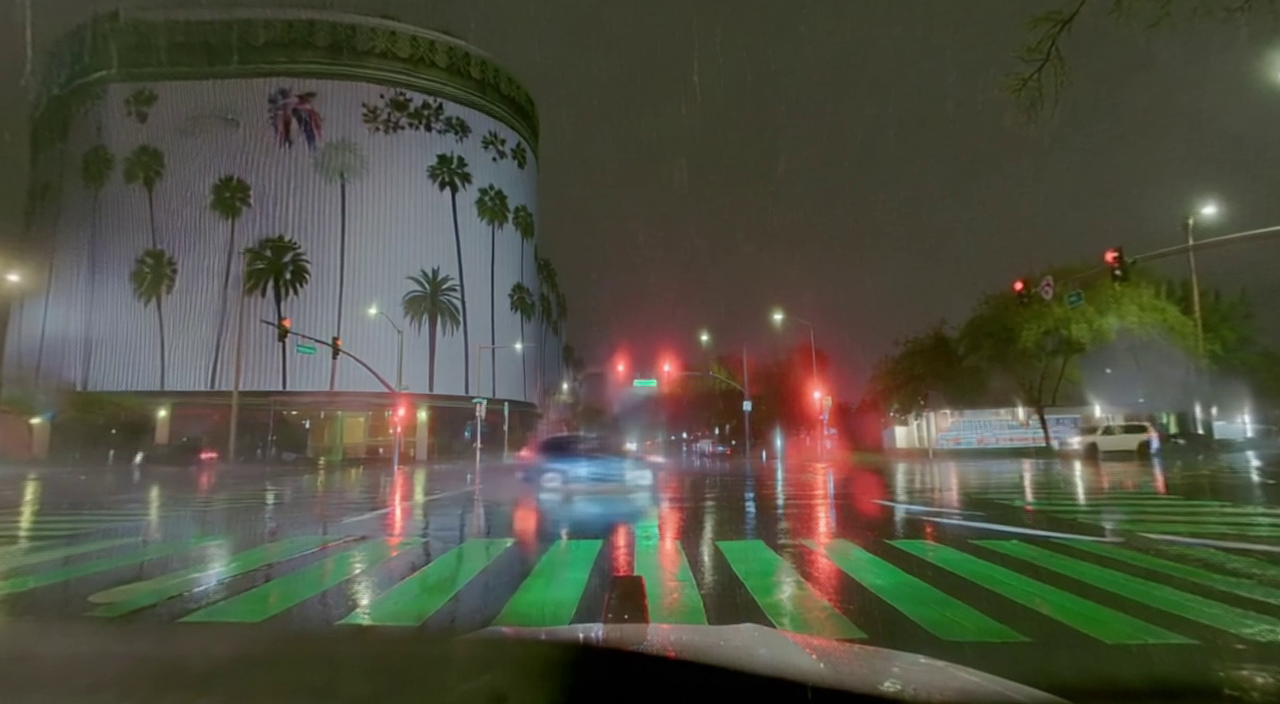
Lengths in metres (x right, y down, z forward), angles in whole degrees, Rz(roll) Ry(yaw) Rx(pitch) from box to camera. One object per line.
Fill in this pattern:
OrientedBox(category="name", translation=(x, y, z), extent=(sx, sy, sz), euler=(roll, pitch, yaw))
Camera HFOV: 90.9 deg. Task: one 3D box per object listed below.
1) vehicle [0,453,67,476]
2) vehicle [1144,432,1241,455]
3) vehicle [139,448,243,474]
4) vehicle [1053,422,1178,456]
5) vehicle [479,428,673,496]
OrientedBox(category="vehicle", translation=(-41.660, 7.607, 42.769), extent=(3.698, 1.508, 1.779), euler=(0, -8, 1))
OrientedBox(category="vehicle", translation=(36.161, 6.011, 41.299), extent=(4.606, 1.449, 1.687), euler=(0, -8, 2))
OrientedBox(category="vehicle", translation=(-26.537, 6.429, 37.342), extent=(4.784, 1.465, 1.798), euler=(0, -8, 0))
OrientedBox(category="vehicle", translation=(27.706, 5.112, 36.887), extent=(5.477, 1.880, 2.125), euler=(0, -8, 1))
OrientedBox(category="vehicle", translation=(-1.593, 2.930, 16.938), extent=(4.875, 1.669, 1.953), euler=(0, -8, 2))
